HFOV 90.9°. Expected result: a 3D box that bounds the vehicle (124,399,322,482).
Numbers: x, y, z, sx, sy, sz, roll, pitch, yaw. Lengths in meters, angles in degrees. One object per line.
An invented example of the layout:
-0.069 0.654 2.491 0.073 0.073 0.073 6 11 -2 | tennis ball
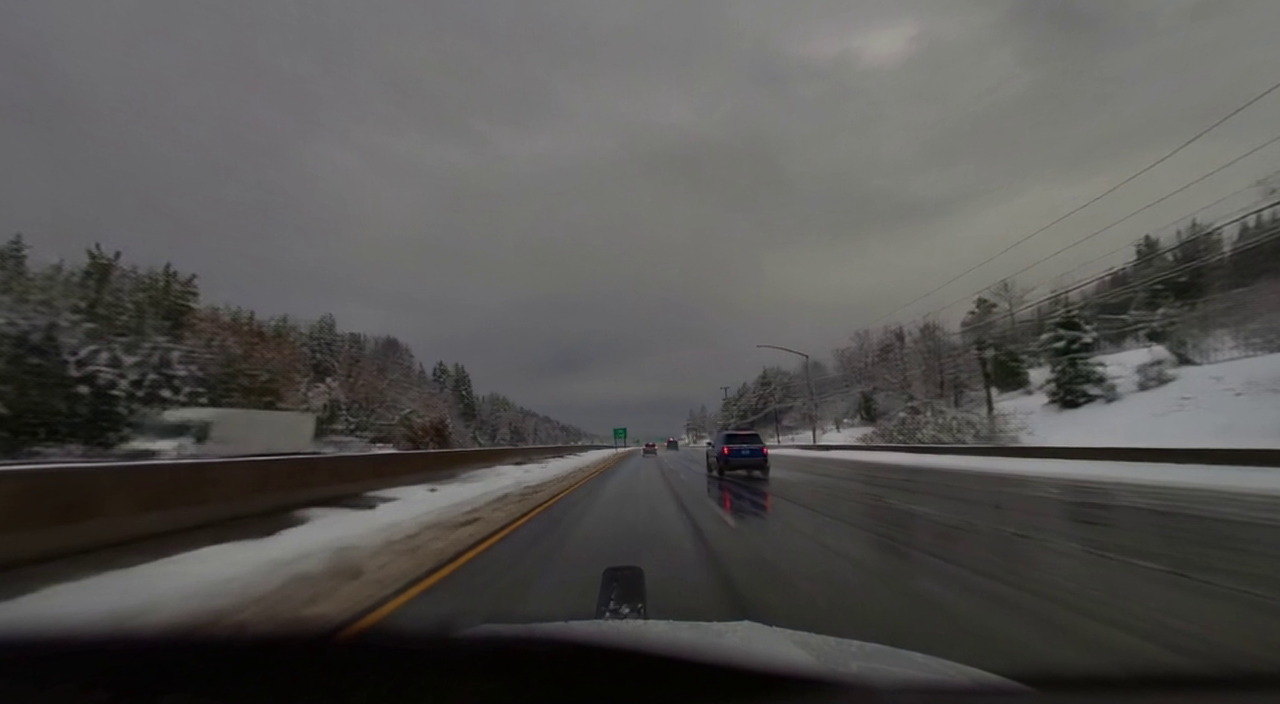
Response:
-20.288 4.491 31.885 3.294 3.481 9.753 0 -8 0 | vehicle

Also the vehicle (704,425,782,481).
3.697 3.722 23.444 2.120 1.832 4.287 0 -8 -1 | vehicle

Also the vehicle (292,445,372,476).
-16.743 5.888 34.573 2.251 1.579 4.262 0 -8 0 | vehicle
